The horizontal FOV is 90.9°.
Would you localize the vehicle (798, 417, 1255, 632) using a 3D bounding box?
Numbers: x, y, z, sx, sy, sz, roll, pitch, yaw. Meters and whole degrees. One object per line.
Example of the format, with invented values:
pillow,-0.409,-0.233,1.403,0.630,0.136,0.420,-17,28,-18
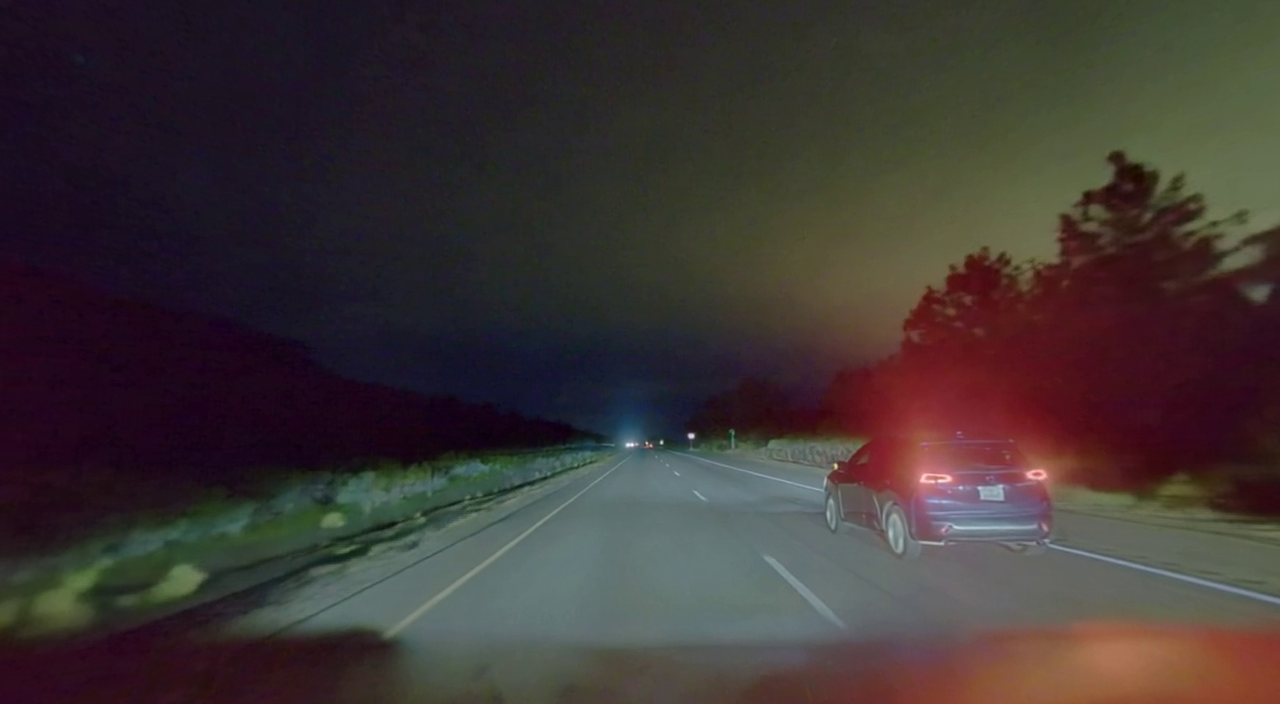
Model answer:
vehicle,3.258,1.535,6.680,2.003,1.466,4.441,0,-8,0
